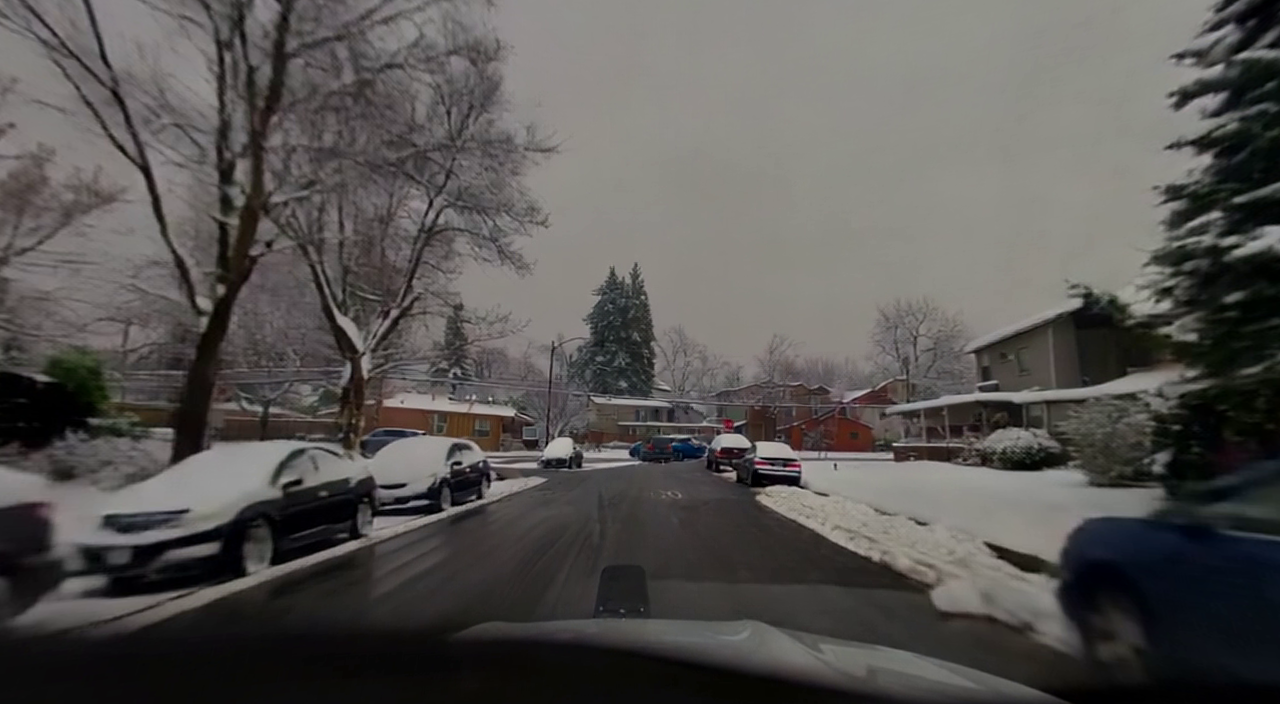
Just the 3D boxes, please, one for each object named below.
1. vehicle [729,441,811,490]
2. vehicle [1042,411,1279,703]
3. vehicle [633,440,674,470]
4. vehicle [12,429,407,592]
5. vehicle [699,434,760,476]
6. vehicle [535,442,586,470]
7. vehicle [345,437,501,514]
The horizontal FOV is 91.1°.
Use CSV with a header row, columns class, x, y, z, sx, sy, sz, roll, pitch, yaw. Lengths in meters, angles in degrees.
class,x,y,z,sx,sy,sz,roll,pitch,yaw
vehicle,4.289,3.804,21.464,1.876,1.477,4.324,0,-8,0
vehicle,3.740,0.918,1.859,2.068,1.558,4.511,0,-8,0
vehicle,0.679,5.432,33.360,2.010,1.499,4.107,0,-9,0
vehicle,-4.860,1.811,8.104,1.876,1.500,4.361,0,-9,2
vehicle,4.080,4.753,29.302,2.144,1.751,4.472,2,-8,0
vehicle,-4.310,5.721,34.748,1.999,1.441,4.628,-1,-9,3
vehicle,-4.793,2.776,14.712,1.909,1.492,4.615,0,-8,2
